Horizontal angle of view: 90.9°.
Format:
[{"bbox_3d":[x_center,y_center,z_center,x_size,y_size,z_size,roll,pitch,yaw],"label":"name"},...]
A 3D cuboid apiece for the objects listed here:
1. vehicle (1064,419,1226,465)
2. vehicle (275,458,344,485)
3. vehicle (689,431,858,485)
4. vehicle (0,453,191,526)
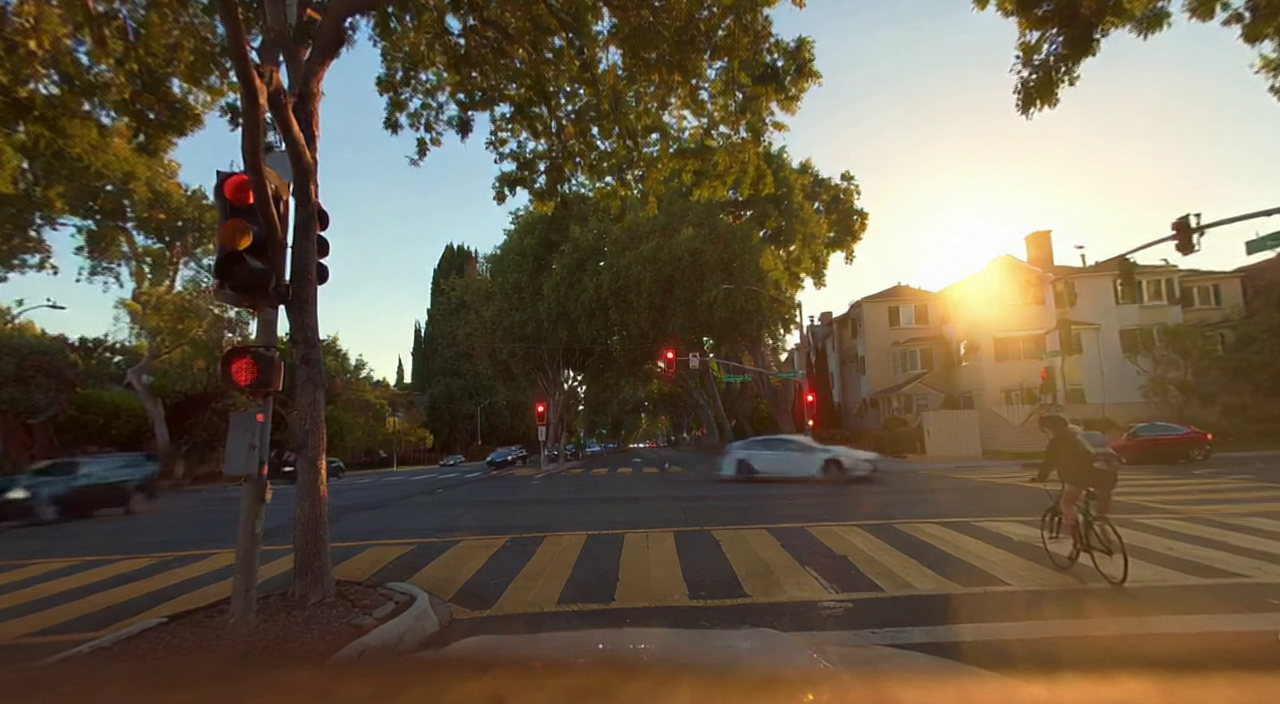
[{"bbox_3d":[17.320,3.104,21.771,3.969,1.493,1.823,0,-9,1],"label":"vehicle"},{"bbox_3d":[-19.595,7.078,37.631,1.810,1.393,4.423,0,-9,-2],"label":"vehicle"},{"bbox_3d":[4.127,3.281,19.621,4.749,1.496,2.017,-4,-10,25],"label":"vehicle"},{"bbox_3d":[-13.729,3.282,15.626,1.973,1.511,4.299,0,-9,1],"label":"vehicle"}]
